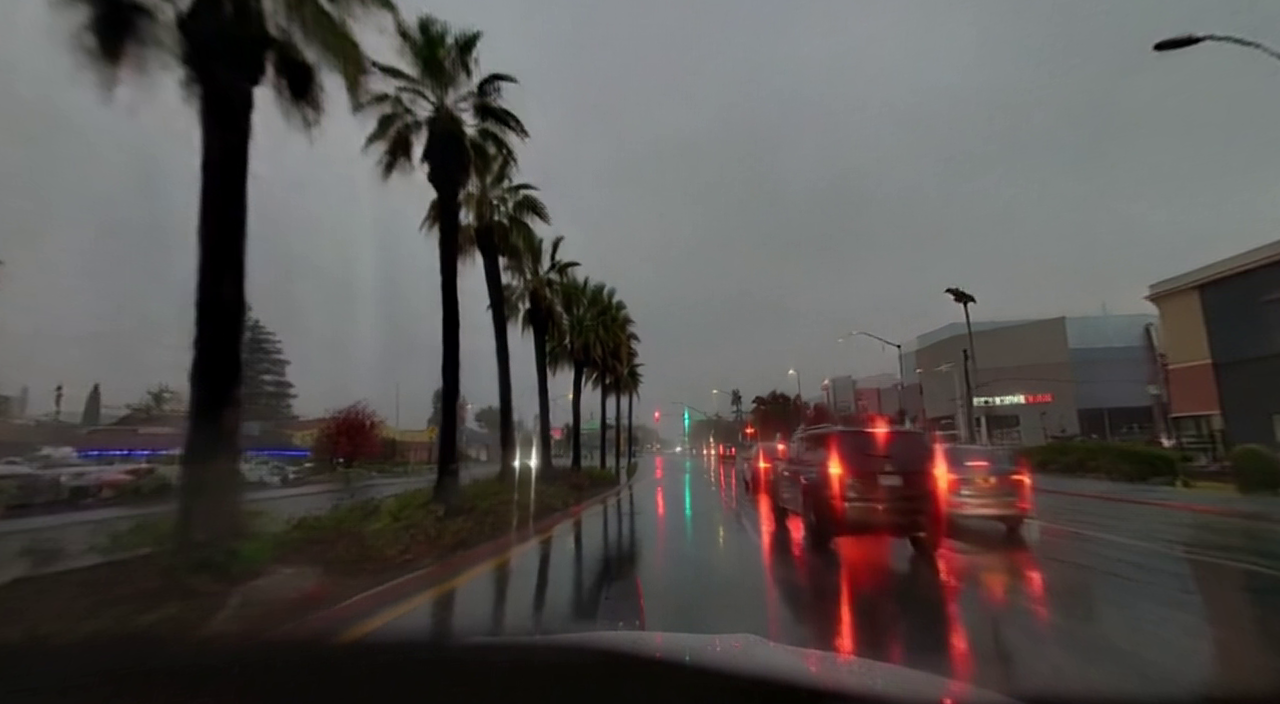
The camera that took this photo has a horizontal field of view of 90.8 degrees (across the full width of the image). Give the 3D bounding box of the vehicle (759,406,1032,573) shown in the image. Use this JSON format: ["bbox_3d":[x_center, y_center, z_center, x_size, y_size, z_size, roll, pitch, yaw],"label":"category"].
[{"bbox_3d":[3.281,1.895,9.553,2.428,1.816,4.959,-1,-9,5],"label":"vehicle"}]

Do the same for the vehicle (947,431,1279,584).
[{"bbox_3d":[6.380,2.032,9.195,1.994,1.590,4.593,0,-9,7],"label":"vehicle"}]
